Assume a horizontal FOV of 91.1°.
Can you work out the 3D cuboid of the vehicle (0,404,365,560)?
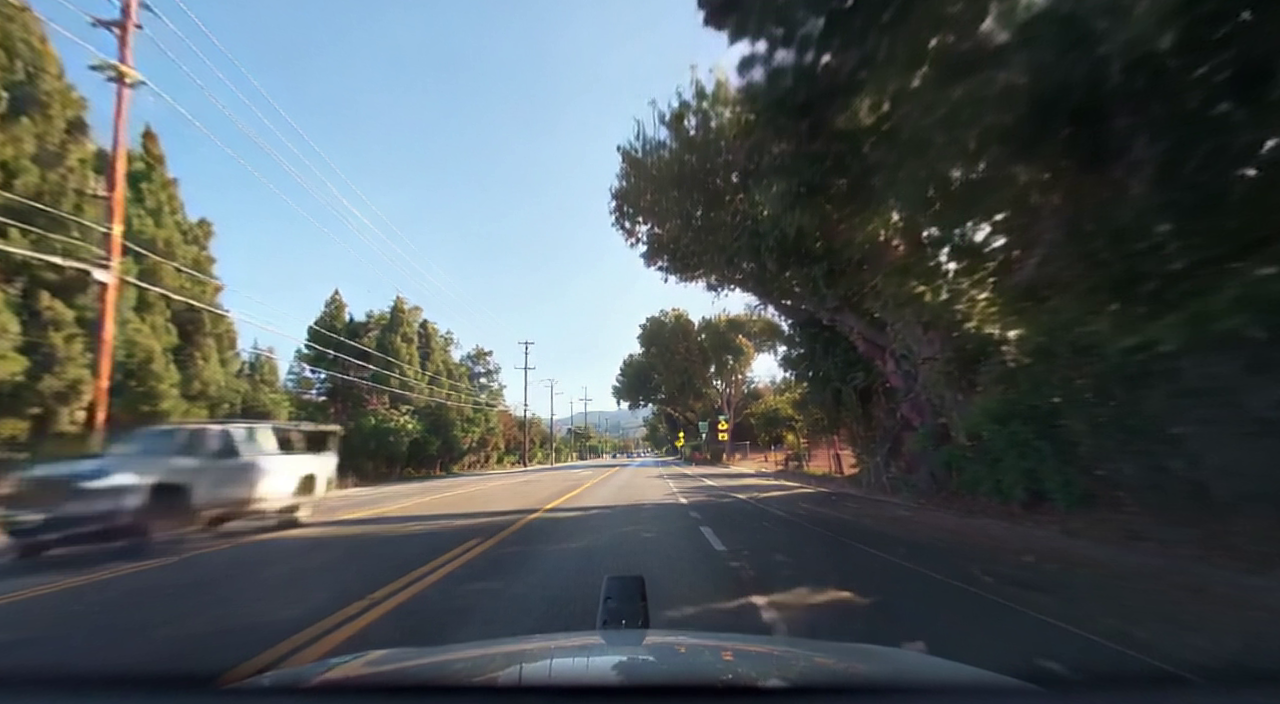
[{"bbox_3d":[-7.848,2.238,11.708,2.766,2.122,5.753,-1,-8,1],"label":"vehicle"}]
